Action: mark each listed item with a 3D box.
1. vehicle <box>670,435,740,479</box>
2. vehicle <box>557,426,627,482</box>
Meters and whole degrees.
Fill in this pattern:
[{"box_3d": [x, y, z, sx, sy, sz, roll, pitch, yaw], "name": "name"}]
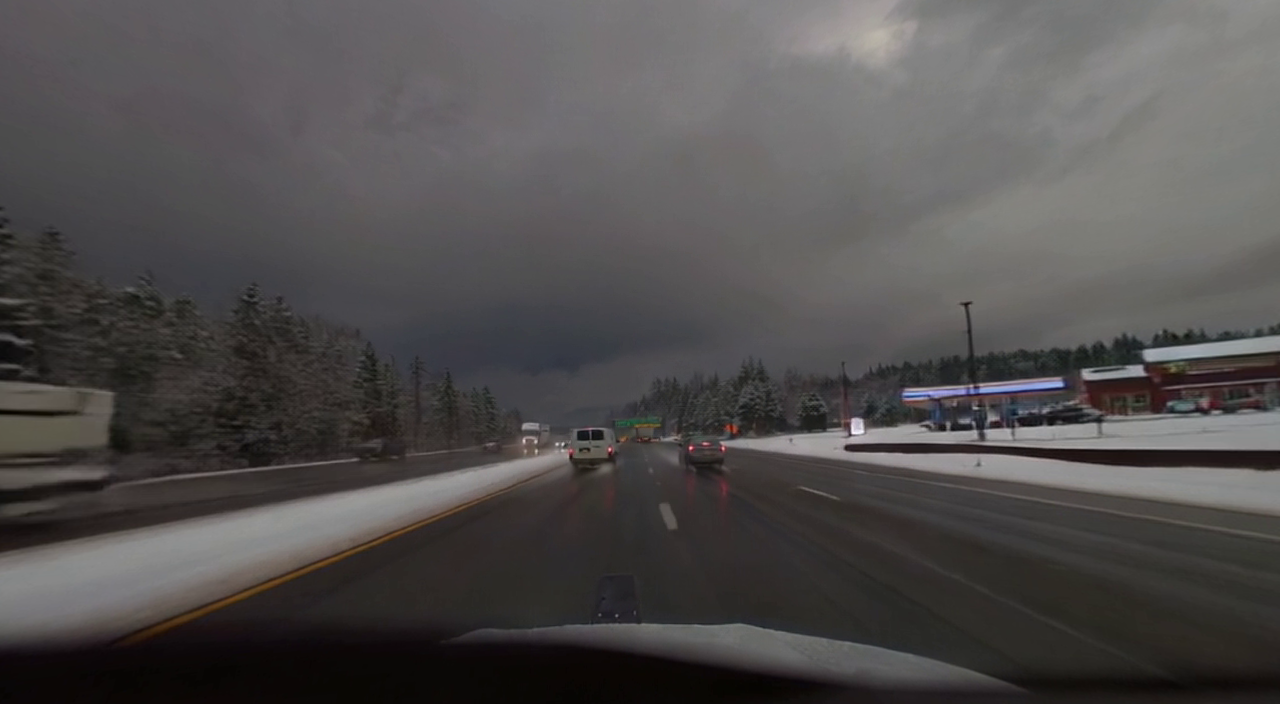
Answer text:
[{"box_3d": [2.413, 4.025, 24.591, 2.151, 1.550, 4.694, 0, -8, -1], "name": "vehicle"}, {"box_3d": [-1.547, 3.510, 21.986, 2.061, 1.732, 4.457, 0, -8, 0], "name": "vehicle"}]
